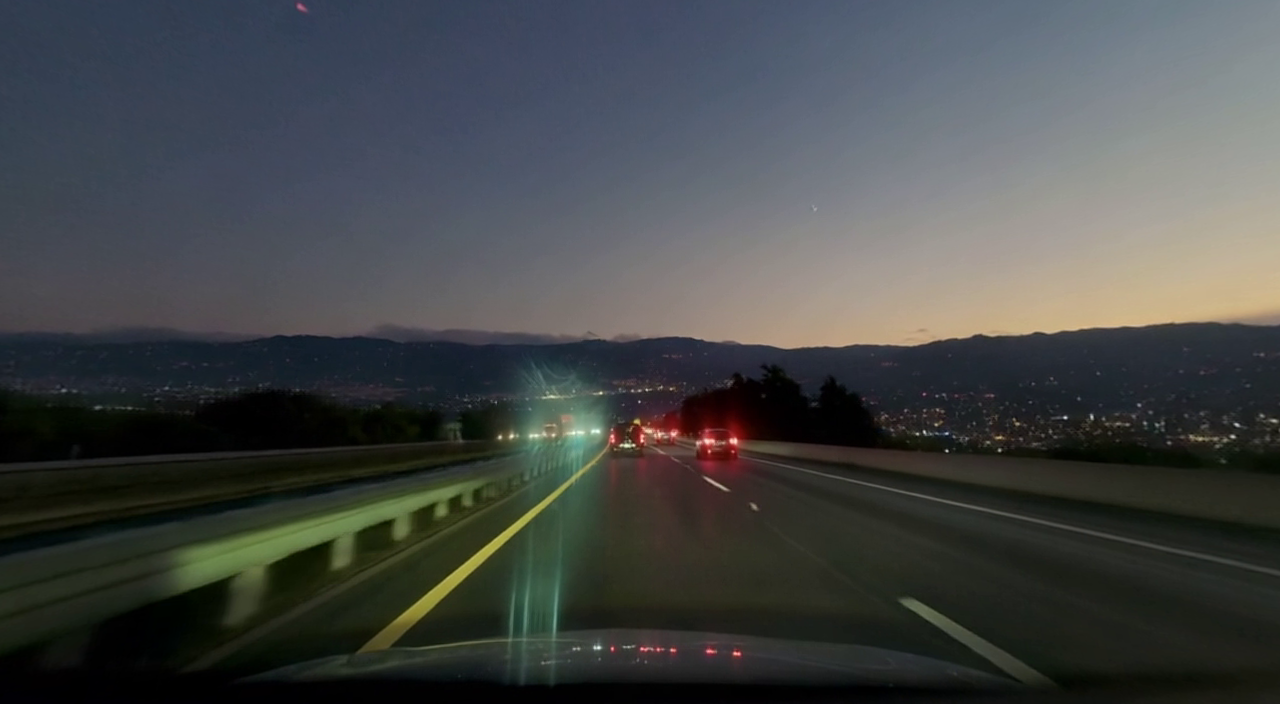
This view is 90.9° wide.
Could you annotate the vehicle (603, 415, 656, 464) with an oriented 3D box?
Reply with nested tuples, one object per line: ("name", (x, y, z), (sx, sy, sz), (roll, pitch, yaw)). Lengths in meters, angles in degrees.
("vehicle", (-0.499, 4.027, 29.067), (2.270, 2.044, 4.633), (0, -8, -1))

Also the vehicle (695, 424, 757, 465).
("vehicle", (3.588, 3.956, 27.147), (1.981, 1.606, 3.956), (1, -8, -2))
